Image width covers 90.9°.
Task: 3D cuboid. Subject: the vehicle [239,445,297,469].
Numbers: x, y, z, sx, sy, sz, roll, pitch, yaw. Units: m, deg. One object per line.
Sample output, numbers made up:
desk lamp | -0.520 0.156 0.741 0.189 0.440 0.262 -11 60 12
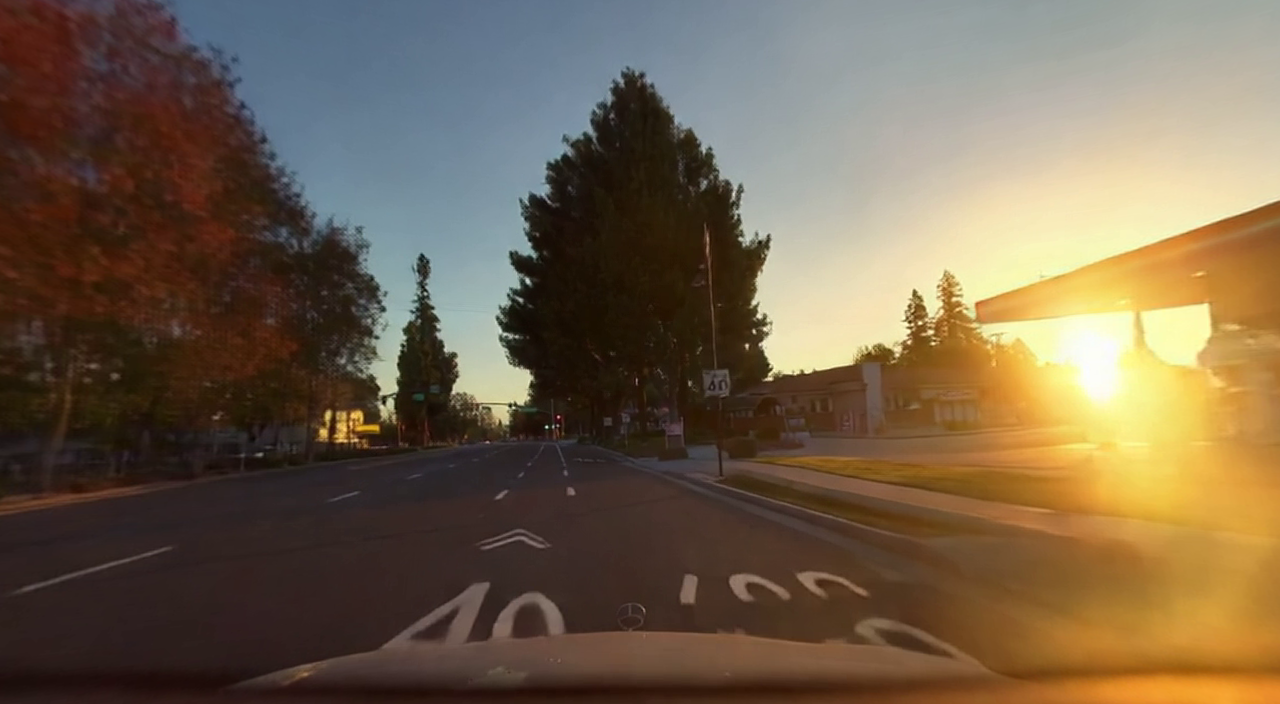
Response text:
vehicle | -25.919 7.296 44.118 1.794 1.468 4.388 1 -7 -6
